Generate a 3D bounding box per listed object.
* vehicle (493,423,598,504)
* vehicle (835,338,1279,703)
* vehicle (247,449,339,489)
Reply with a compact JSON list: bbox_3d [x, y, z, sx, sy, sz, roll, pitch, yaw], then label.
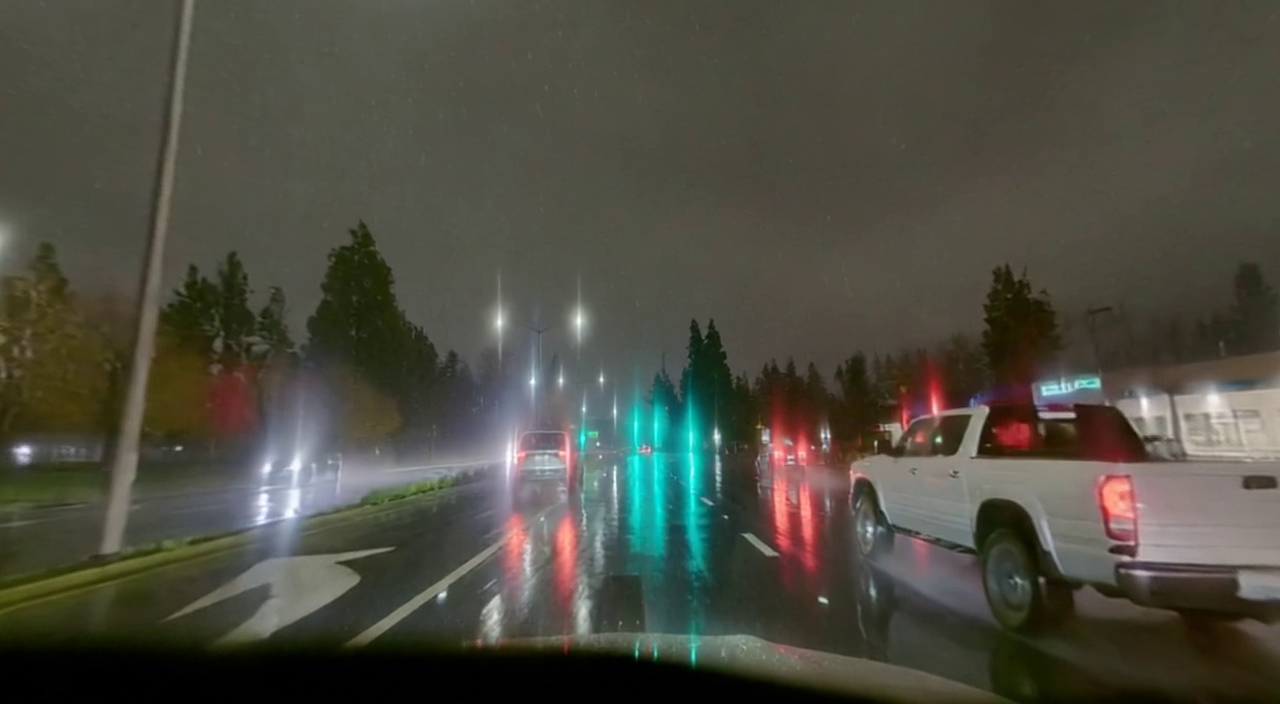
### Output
[{"bbox_3d":[-2.386,2.997,17.402,2.300,1.870,4.936,0,-8,-2],"label":"vehicle"},{"bbox_3d":[3.477,1.142,5.127,2.238,1.767,4.563,0,-8,-1],"label":"vehicle"},{"bbox_3d":[-16.916,5.708,31.109,2.060,1.769,4.385,0,-8,0],"label":"vehicle"}]
